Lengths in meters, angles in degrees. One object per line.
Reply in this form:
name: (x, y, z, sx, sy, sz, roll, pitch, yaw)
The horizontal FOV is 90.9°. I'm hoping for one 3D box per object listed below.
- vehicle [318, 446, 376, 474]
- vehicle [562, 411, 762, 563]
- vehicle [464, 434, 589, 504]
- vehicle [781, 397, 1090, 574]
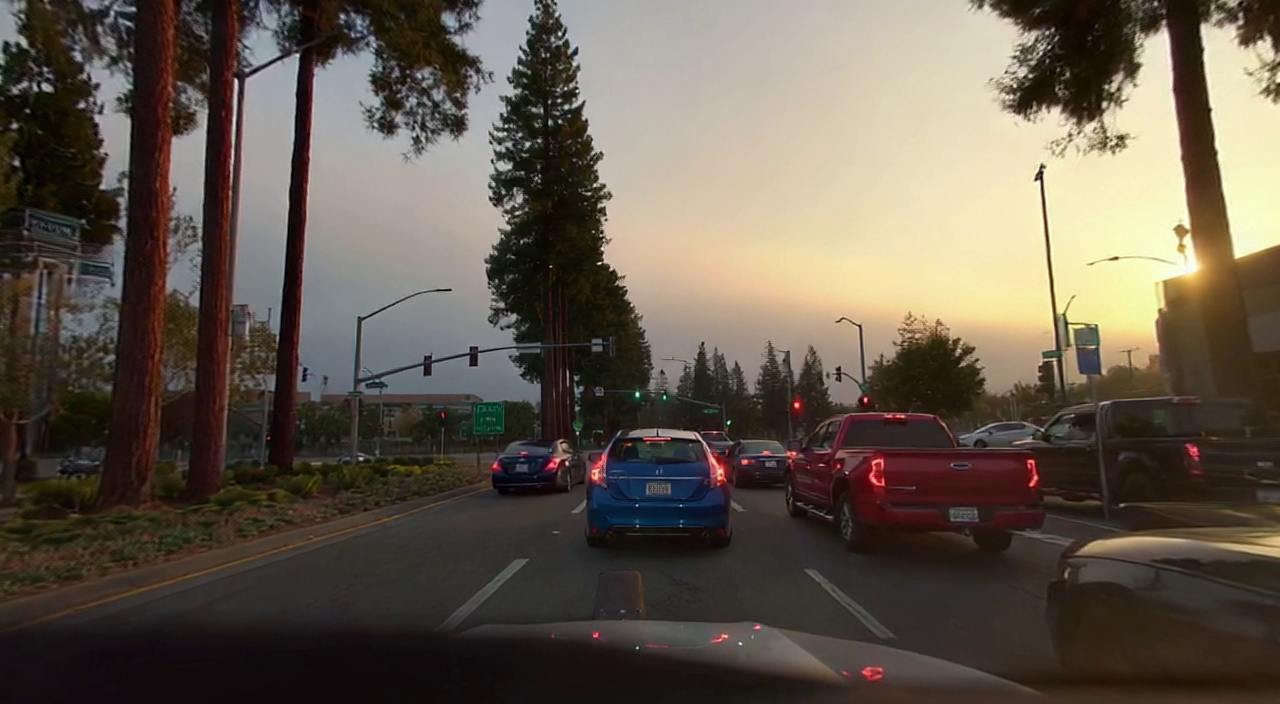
vehicle: (-18.211, 6.722, 39.407, 2.026, 1.587, 4.608, 1, -8, -9)
vehicle: (0.247, 1.776, 8.976, 2.168, 1.641, 4.039, 0, -8, 0)
vehicle: (-2.700, 2.949, 16.429, 2.133, 1.496, 5.150, 0, -8, 2)
vehicle: (3.390, 1.631, 8.409, 2.099, 1.725, 4.290, 0, -8, 1)
